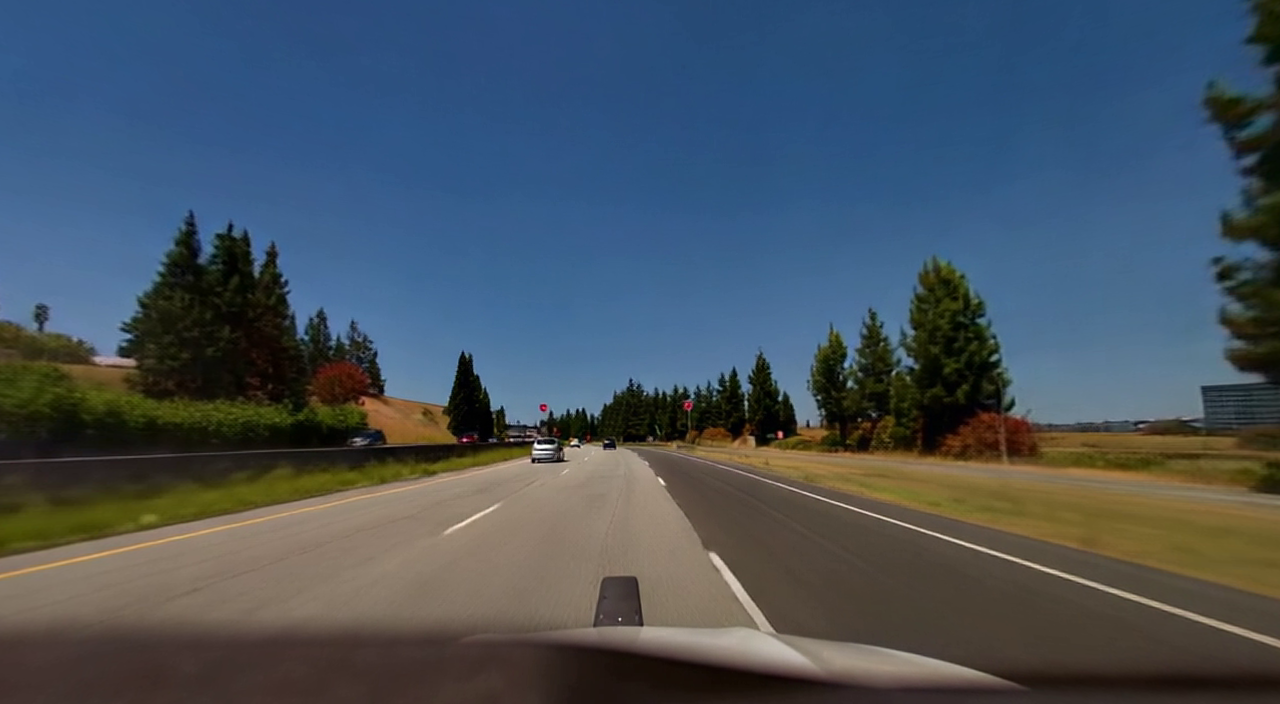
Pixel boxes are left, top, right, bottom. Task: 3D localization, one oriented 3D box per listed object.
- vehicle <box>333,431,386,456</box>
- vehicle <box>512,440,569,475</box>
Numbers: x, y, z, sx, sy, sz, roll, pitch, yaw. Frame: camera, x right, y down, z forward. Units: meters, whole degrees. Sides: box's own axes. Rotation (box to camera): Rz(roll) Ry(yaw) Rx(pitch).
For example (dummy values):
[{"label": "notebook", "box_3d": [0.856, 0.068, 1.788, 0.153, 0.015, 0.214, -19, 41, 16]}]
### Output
[{"label": "vehicle", "box_3d": [-20.682, 6.756, 46.702, 1.923, 1.691, 4.650, 0, -8, -1]}, {"label": "vehicle", "box_3d": [-4.145, 4.431, 26.795, 1.874, 1.369, 3.875, 0, -8, -1]}]
